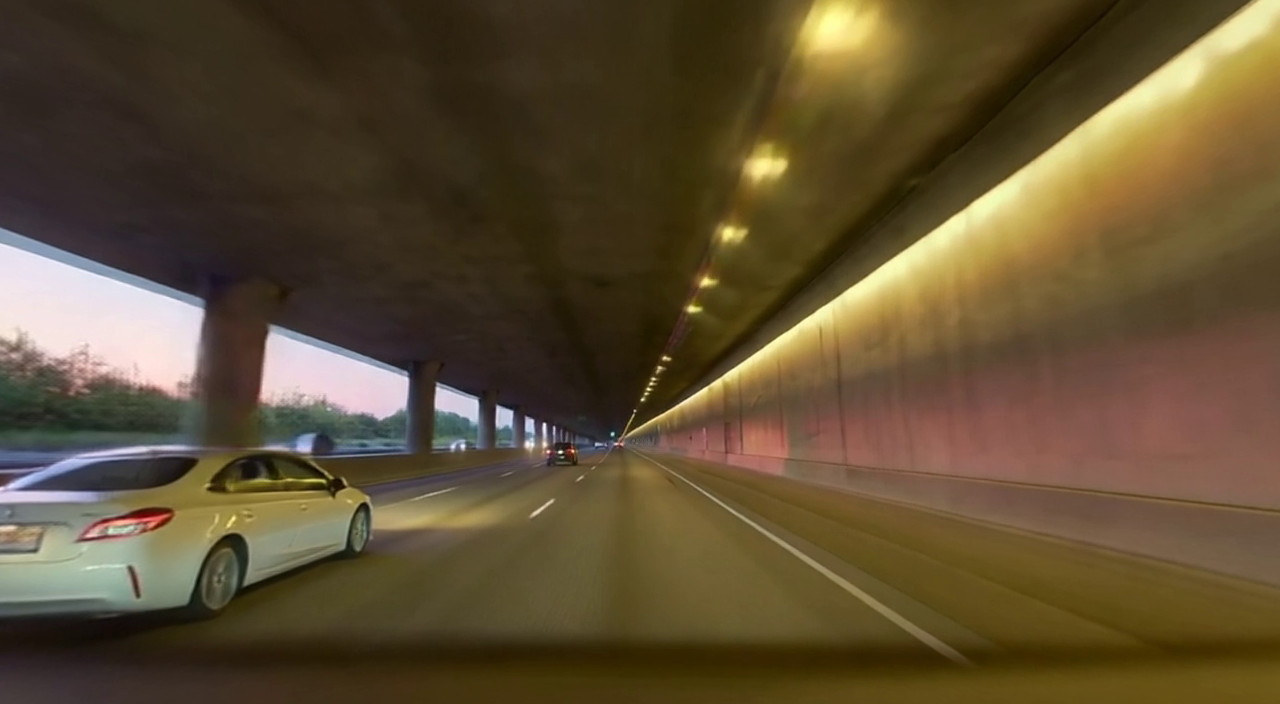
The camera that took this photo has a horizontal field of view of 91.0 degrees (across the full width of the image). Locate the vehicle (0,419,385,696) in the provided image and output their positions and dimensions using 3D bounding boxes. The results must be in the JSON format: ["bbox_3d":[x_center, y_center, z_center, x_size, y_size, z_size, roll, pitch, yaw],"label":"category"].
[{"bbox_3d":[-4.046,1.379,5.449,1.885,1.424,4.230,-1,-8,0],"label":"vehicle"}]

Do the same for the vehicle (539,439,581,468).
[{"bbox_3d":[-4.503,5.750,35.900,1.973,1.474,4.199,0,-8,-1],"label":"vehicle"}]
